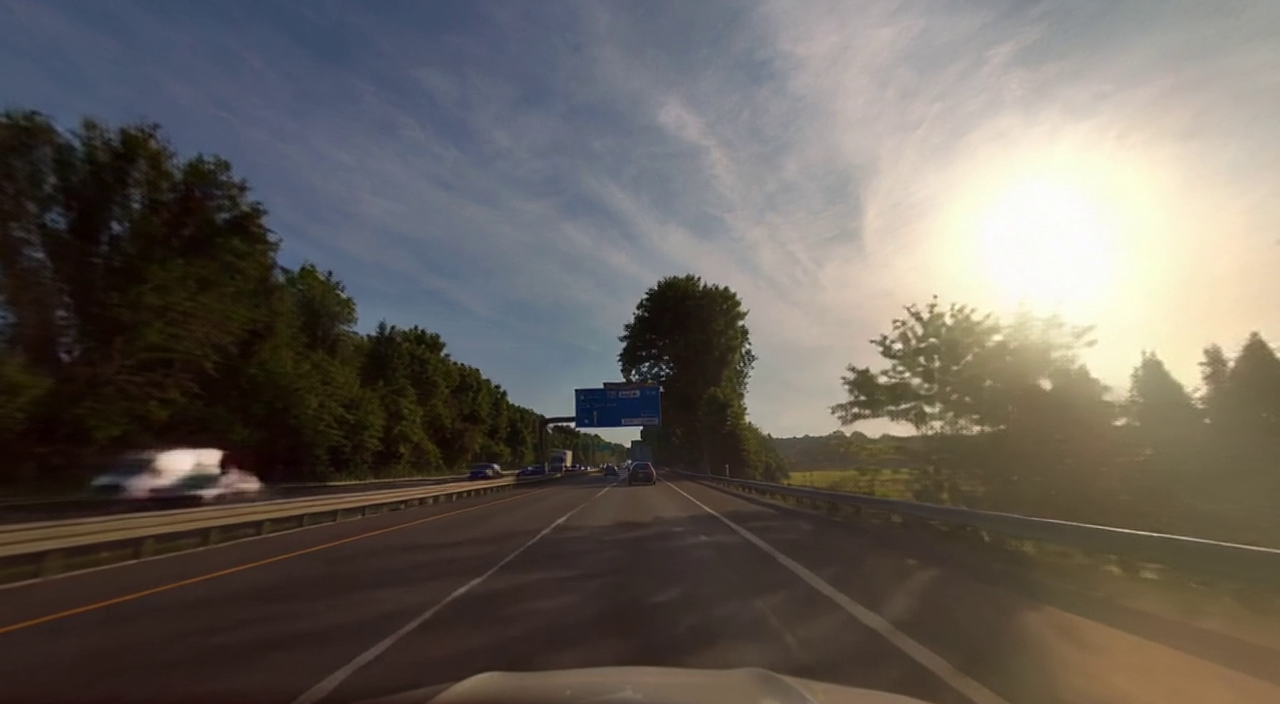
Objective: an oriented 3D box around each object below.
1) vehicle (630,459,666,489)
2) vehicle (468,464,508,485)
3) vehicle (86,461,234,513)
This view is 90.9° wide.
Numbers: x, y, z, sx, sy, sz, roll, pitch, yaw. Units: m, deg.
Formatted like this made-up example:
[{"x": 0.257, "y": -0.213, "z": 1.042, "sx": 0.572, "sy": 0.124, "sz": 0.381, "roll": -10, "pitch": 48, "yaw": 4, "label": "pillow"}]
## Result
[{"x": 0.477, "y": 7.422, "z": 38.381, "sx": 2.048, "sy": 1.663, "sz": 4.377, "roll": 1, "pitch": -10, "yaw": 0, "label": "vehicle"}, {"x": -11.023, "y": 8.921, "z": 45.954, "sx": 1.798, "sy": 1.447, "sz": 4.131, "roll": 0, "pitch": -10, "yaw": 1, "label": "vehicle"}, {"x": -15.997, "y": 4.500, "z": 21.298, "sx": 1.823, "sy": 1.554, "sz": 3.847, "roll": 0, "pitch": -10, "yaw": 1, "label": "vehicle"}]
